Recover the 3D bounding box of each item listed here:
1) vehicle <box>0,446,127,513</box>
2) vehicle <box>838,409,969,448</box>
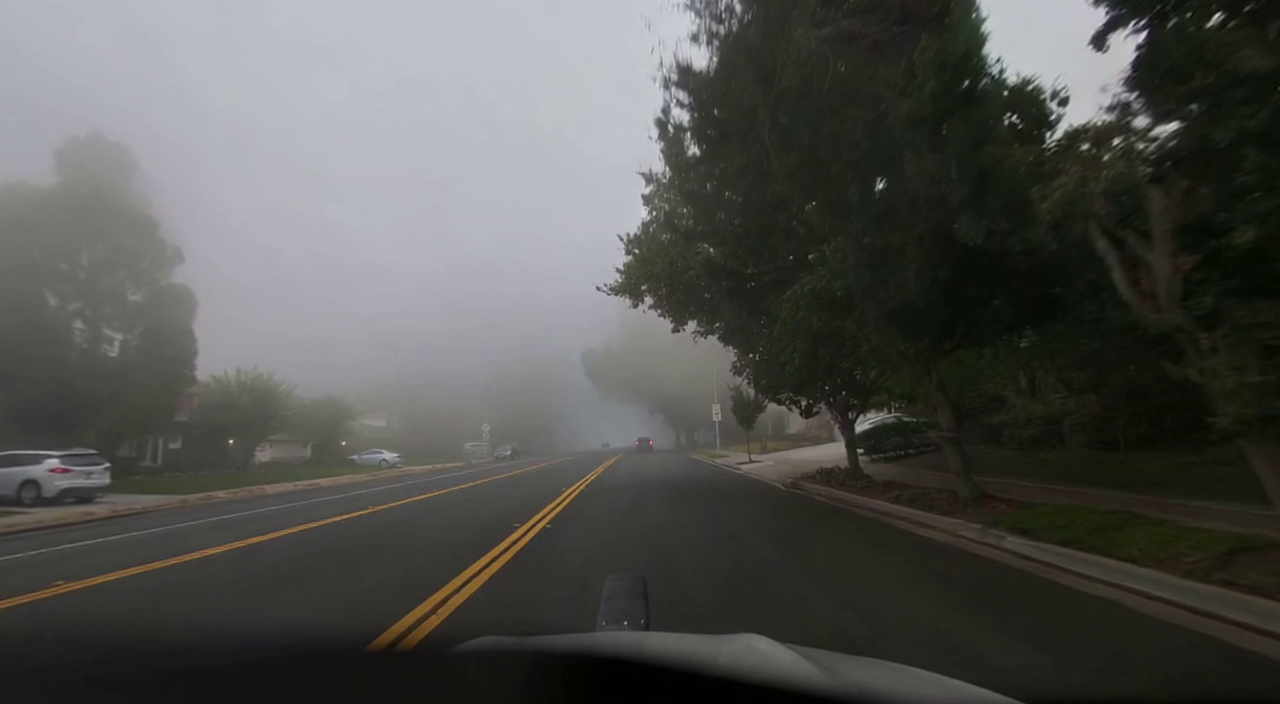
[{"bbox_3d":[-19.675,4.203,21.263,1.926,2.039,3.339,0,-8,-4],"label":"vehicle"},{"bbox_3d":[11.363,3.396,27.564,4.996,1.563,1.984,-3,-9,15],"label":"vehicle"}]
